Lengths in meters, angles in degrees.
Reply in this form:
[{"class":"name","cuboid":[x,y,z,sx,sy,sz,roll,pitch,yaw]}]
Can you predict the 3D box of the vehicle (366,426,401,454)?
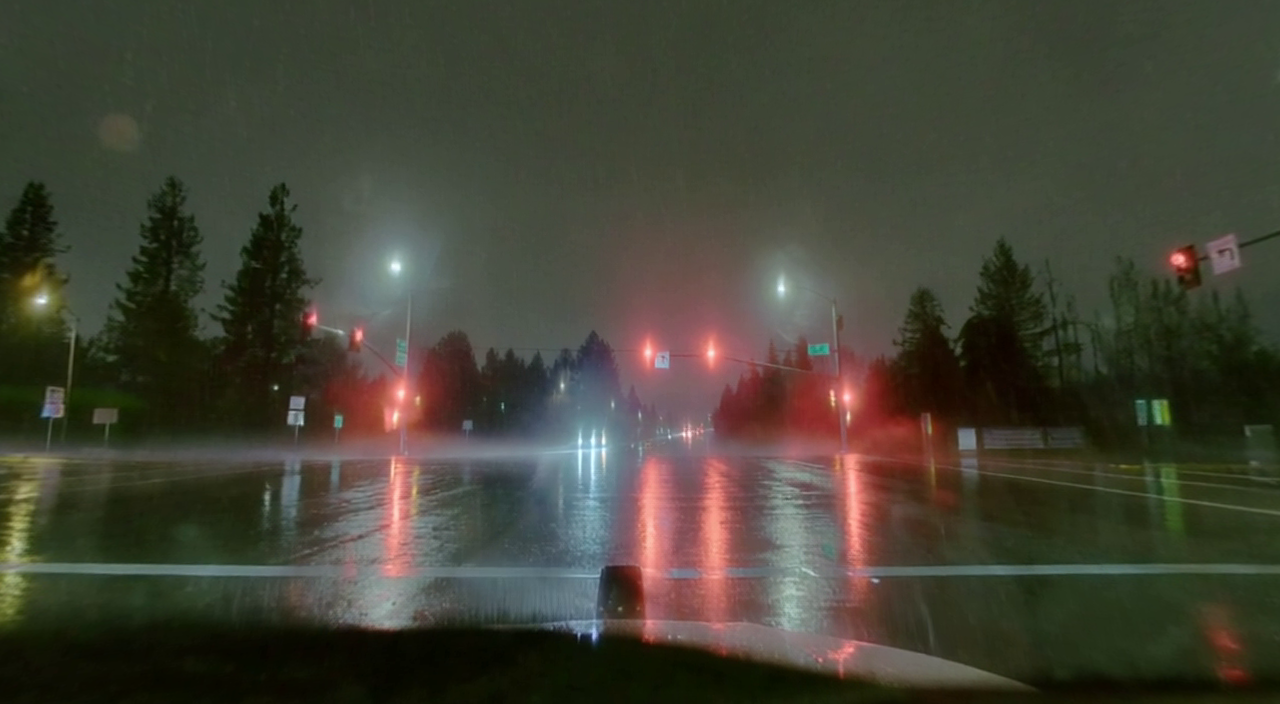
[{"class":"vehicle","cuboid":[-20.007,6.867,48.887,1.873,2.079,2.879,5,-10,-33]}]
